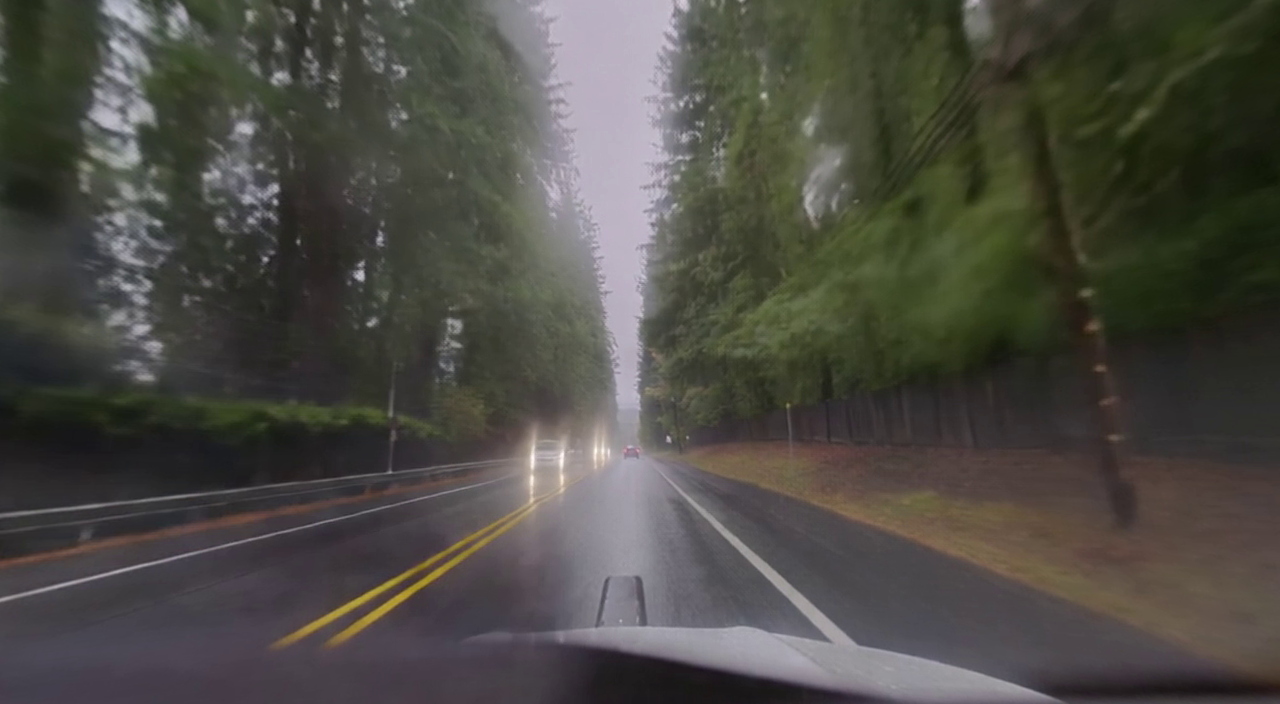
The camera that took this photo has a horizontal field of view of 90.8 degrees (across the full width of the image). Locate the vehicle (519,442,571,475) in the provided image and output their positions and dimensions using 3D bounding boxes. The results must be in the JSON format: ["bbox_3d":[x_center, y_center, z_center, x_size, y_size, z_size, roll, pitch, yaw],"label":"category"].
[{"bbox_3d":[-5.070,5.754,34.443,2.129,1.664,4.528,0,-8,0],"label":"vehicle"}]
